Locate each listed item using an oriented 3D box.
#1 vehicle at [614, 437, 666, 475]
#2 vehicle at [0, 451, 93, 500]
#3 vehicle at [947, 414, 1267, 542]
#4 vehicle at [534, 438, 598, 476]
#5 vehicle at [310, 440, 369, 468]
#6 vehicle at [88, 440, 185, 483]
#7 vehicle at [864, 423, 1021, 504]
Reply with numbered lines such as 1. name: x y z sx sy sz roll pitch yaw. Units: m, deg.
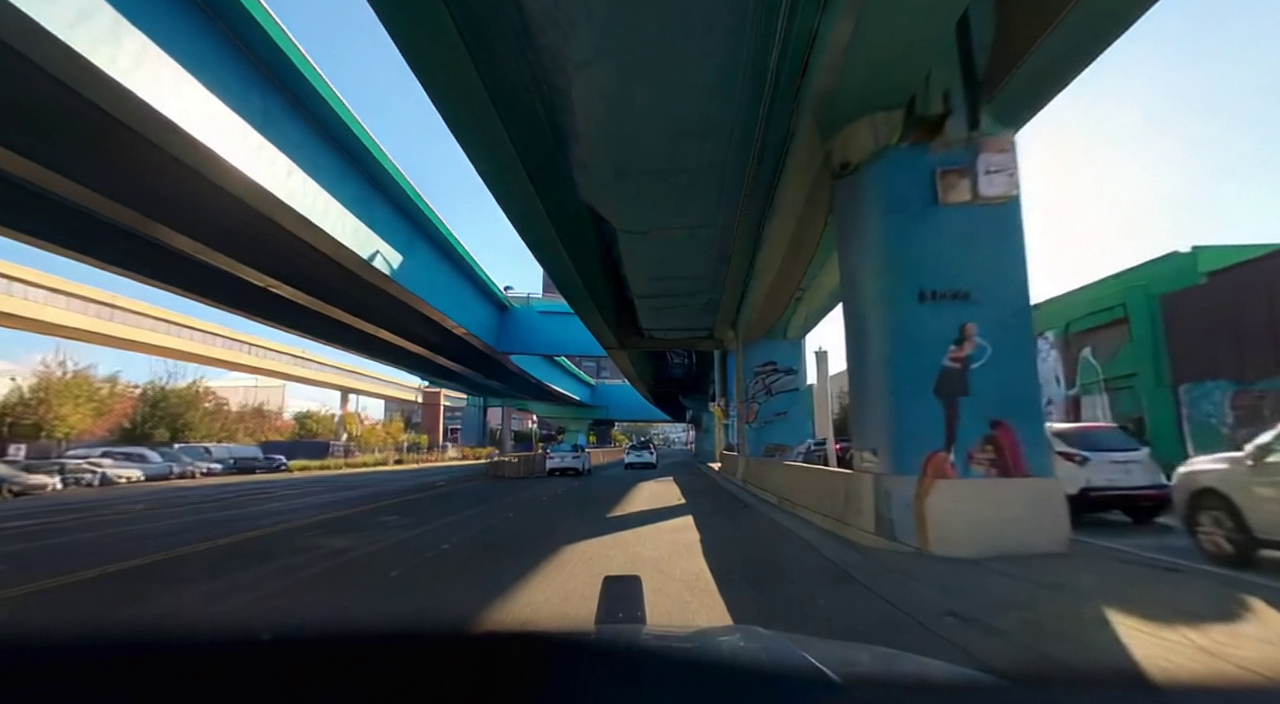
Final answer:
1. vehicle: 0.038 4.603 28.092 2.155 1.571 3.734 0 -9 2
2. vehicle: -27.134 5.360 27.756 1.971 1.939 4.729 1 -9 -2
3. vehicle: 7.070 1.948 10.344 2.017 1.625 4.337 0 -9 2
4. vehicle: -3.188 4.627 28.165 2.024 1.533 4.549 -1 -8 4
5. vehicle: -22.582 7.702 47.694 1.980 1.951 5.105 0 -9 0
6. vehicle: -30.565 6.606 38.565 1.933 2.393 4.896 0 -8 -3
7. vehicle: 7.287 2.726 15.841 1.947 1.725 4.441 0 -8 4
